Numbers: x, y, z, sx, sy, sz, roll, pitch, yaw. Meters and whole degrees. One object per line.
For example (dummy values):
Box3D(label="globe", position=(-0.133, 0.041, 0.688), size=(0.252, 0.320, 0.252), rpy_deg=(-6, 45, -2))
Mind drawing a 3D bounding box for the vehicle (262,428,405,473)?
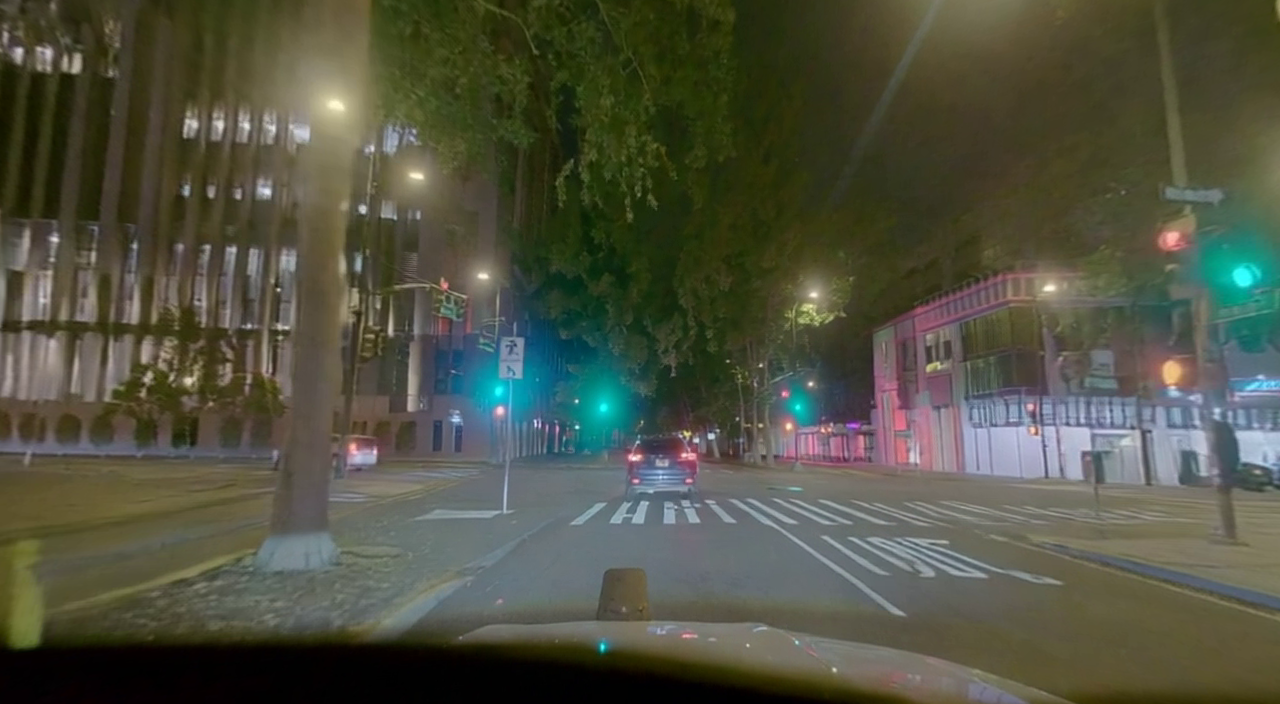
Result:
Box3D(label="vehicle", position=(-11.249, 3.614, 23.245), size=(4.282, 1.519, 2.077), rpy_deg=(-2, -9, 12))

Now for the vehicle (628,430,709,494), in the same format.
Box3D(label="vehicle", position=(0.774, 3.098, 18.094), size=(2.079, 1.621, 3.861), rpy_deg=(0, -8, 2))
